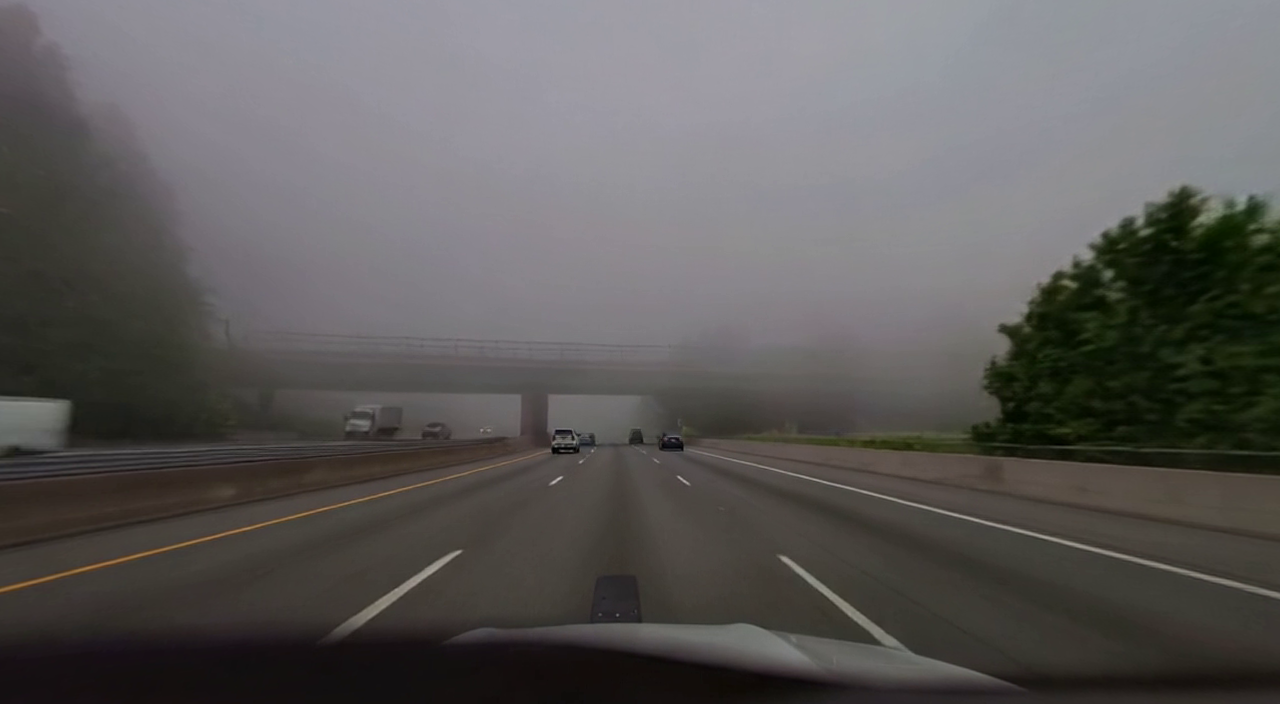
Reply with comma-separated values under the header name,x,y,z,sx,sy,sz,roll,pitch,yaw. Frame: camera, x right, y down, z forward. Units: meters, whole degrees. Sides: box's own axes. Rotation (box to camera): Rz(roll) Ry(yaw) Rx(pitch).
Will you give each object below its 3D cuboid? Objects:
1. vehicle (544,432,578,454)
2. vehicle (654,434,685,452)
name,x,y,z,sx,sy,sz,roll,pitch,yaw
vehicle,-5.338,6.187,42.890,1.966,1.460,3.519,0,-8,-2
vehicle,2.274,7.070,49.192,1.999,1.329,3.913,1,-8,-3
